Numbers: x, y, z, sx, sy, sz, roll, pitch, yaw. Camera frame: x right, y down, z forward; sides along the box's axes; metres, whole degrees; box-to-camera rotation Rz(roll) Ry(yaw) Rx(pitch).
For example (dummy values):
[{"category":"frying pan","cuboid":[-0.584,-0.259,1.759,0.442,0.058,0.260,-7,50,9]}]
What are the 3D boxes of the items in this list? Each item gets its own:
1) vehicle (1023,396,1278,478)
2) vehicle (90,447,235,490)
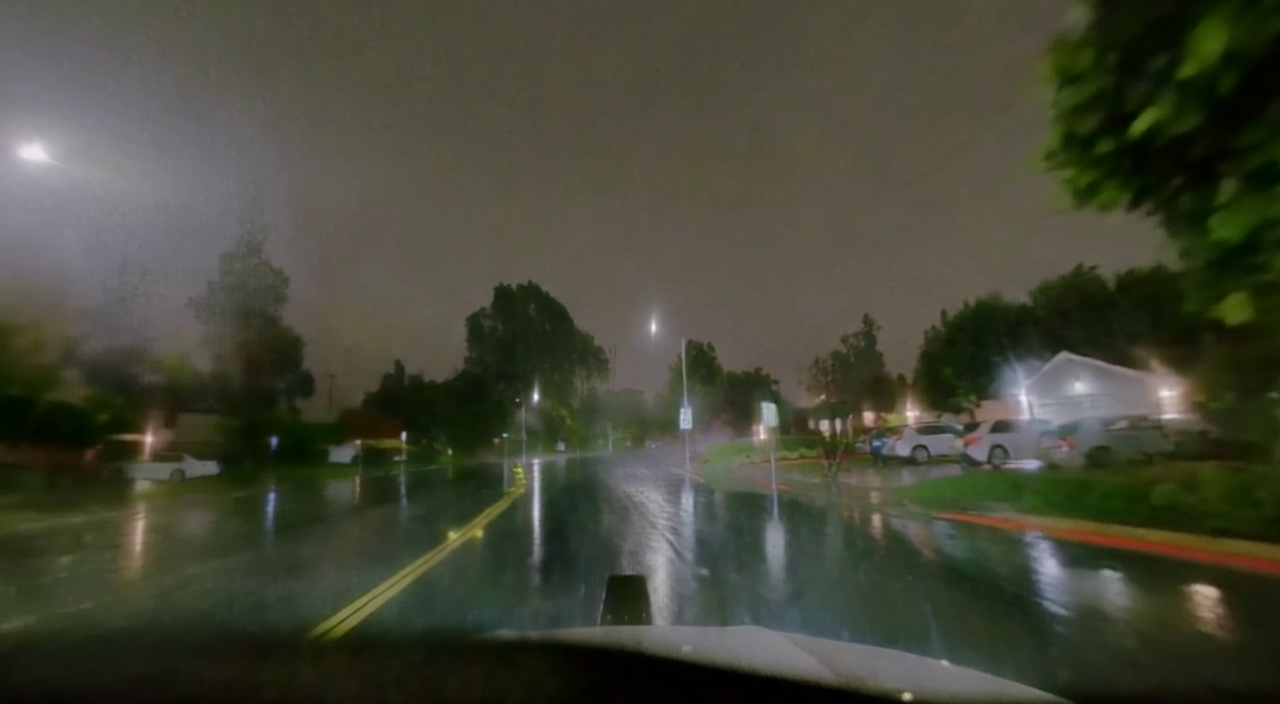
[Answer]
[{"category":"vehicle","cuboid":[13.638,2.364,17.235,4.693,1.764,2.265,-5,-10,10]},{"category":"vehicle","cuboid":[-22.664,5.530,30.160,4.879,1.854,2.265,1,-9,-11]}]
